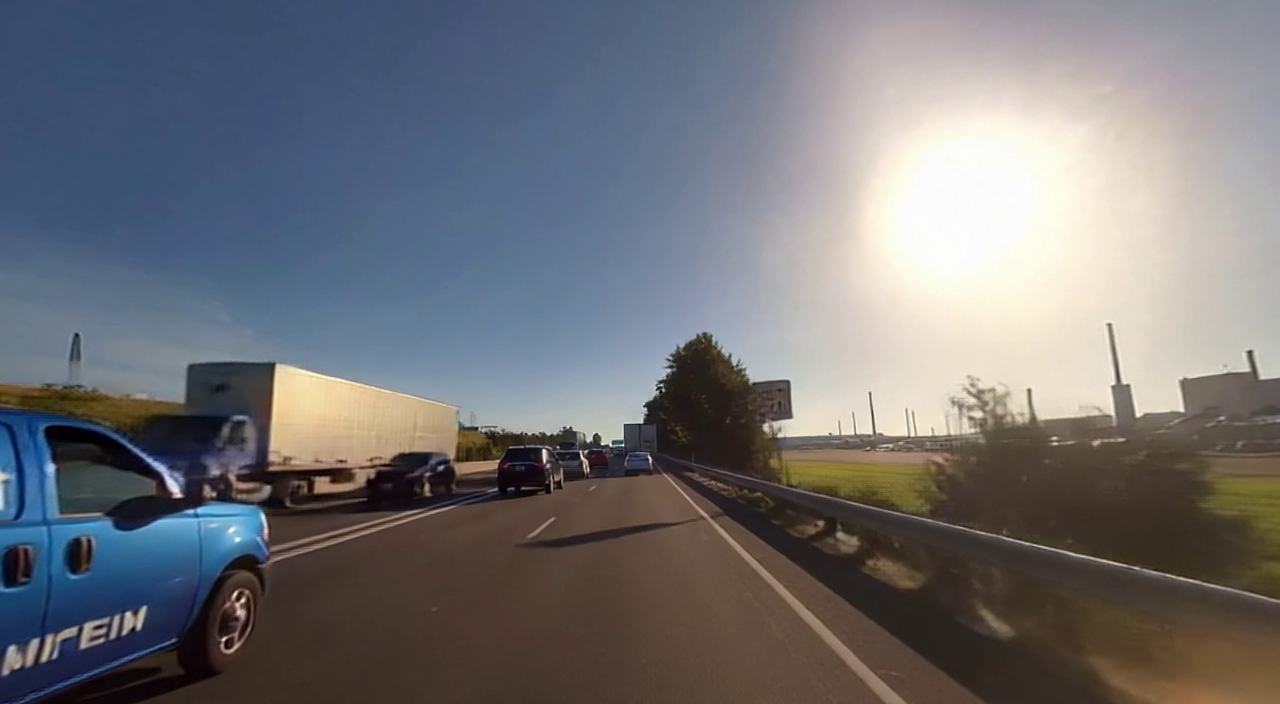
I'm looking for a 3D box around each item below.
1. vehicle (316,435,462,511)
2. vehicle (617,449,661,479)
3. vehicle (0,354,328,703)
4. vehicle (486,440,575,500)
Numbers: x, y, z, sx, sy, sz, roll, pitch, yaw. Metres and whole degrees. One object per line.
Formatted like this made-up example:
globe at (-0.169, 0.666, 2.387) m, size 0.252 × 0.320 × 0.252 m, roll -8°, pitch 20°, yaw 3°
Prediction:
vehicle at (-6.674, 3.248, 17.481) m, size 2.043 × 1.787 × 4.755 m, roll 0°, pitch -9°, yaw 0°
vehicle at (-0.068, 5.579, 31.759) m, size 2.095 × 1.393 × 3.908 m, roll 0°, pitch -9°, yaw 0°
vehicle at (-3.248, 0.850, 2.052) m, size 2.117 × 1.688 × 4.582 m, roll 0°, pitch -9°, yaw 0°
vehicle at (-3.211, 3.543, 19.343) m, size 1.937 × 1.600 × 4.141 m, roll 0°, pitch -9°, yaw 0°
